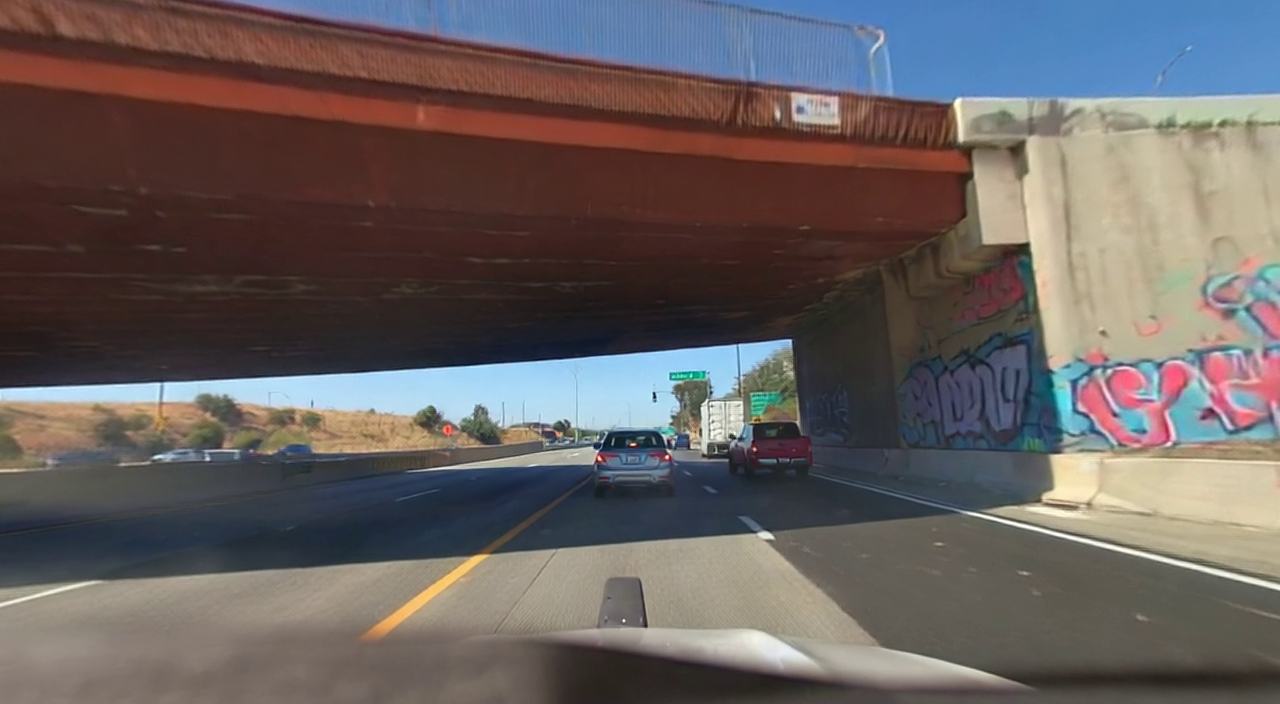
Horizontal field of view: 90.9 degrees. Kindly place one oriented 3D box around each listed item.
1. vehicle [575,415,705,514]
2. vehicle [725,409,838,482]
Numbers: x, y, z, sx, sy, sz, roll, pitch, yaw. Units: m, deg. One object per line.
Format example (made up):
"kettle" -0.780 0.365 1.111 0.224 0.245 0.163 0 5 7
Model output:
"vehicle" 0.024 2.186 12.686 2.193 1.651 3.946 -1 -8 1
"vehicle" 4.229 2.956 20.023 2.311 1.922 5.977 -1 -8 1
